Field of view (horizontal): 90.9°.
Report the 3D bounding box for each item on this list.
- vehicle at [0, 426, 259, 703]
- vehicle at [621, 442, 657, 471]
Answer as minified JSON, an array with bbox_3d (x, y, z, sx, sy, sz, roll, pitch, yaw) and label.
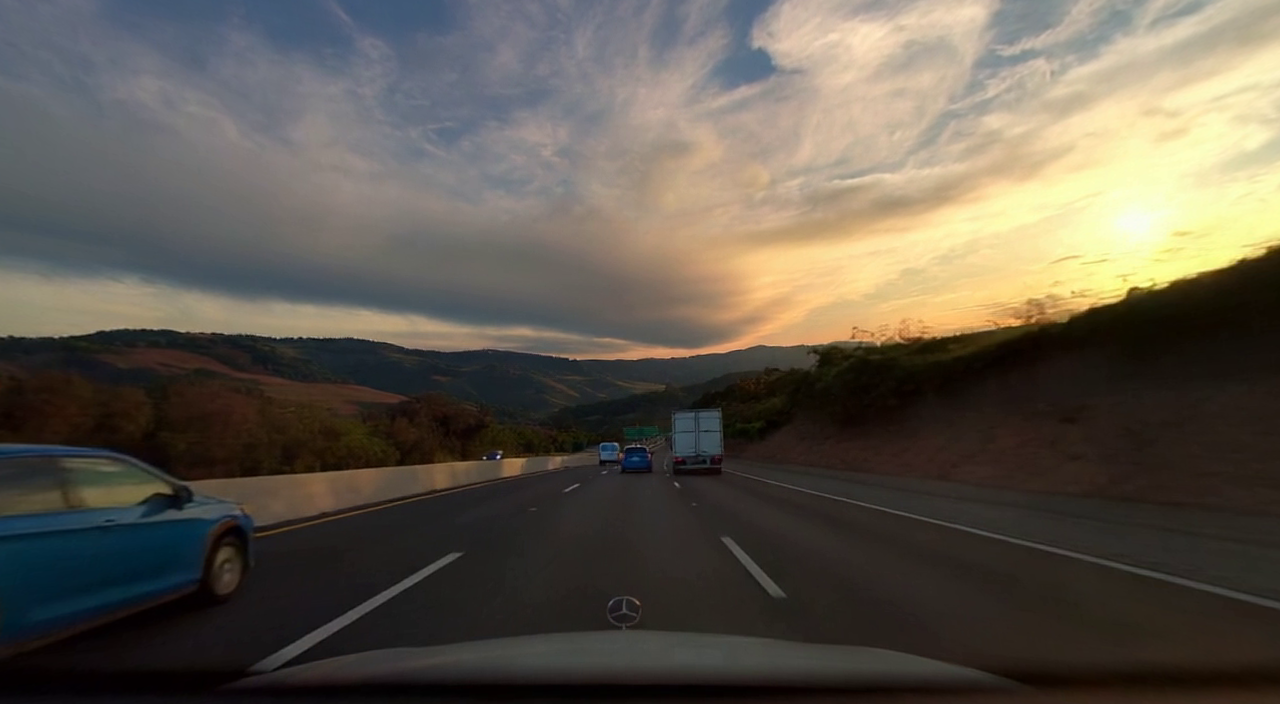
[{"bbox_3d":[-4.252,1.117,3.172,1.945,1.463,4.263,0,-9,1],"label":"vehicle"},{"bbox_3d":[-0.022,6.600,39.887,2.166,1.747,4.299,0,-9,1],"label":"vehicle"}]
